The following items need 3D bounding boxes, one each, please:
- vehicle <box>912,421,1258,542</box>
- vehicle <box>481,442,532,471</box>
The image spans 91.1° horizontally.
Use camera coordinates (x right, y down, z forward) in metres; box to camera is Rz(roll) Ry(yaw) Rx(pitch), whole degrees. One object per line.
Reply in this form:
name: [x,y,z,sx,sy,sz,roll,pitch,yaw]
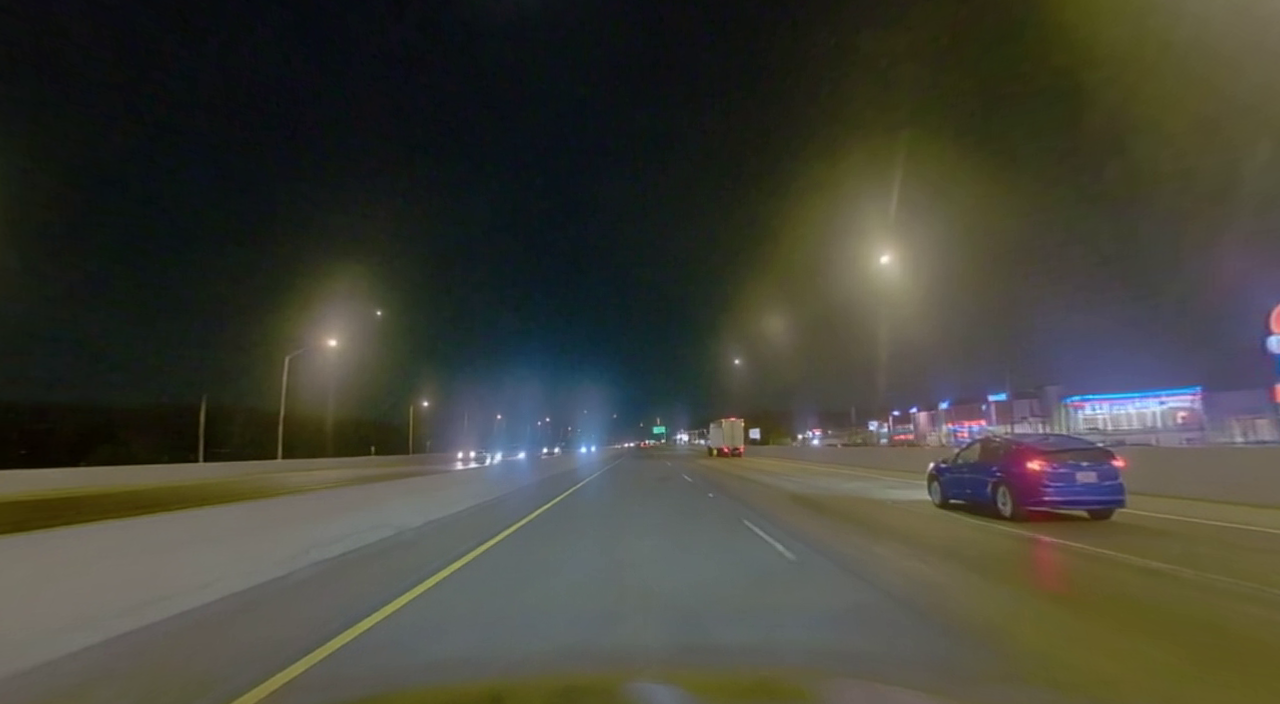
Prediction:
vehicle: [6.766,2.019,10.543,2.079,1.518,5.032,0,-8,-1]
vehicle: [-7.361,5.771,35.040,1.831,1.486,4.449,0,-8,1]
